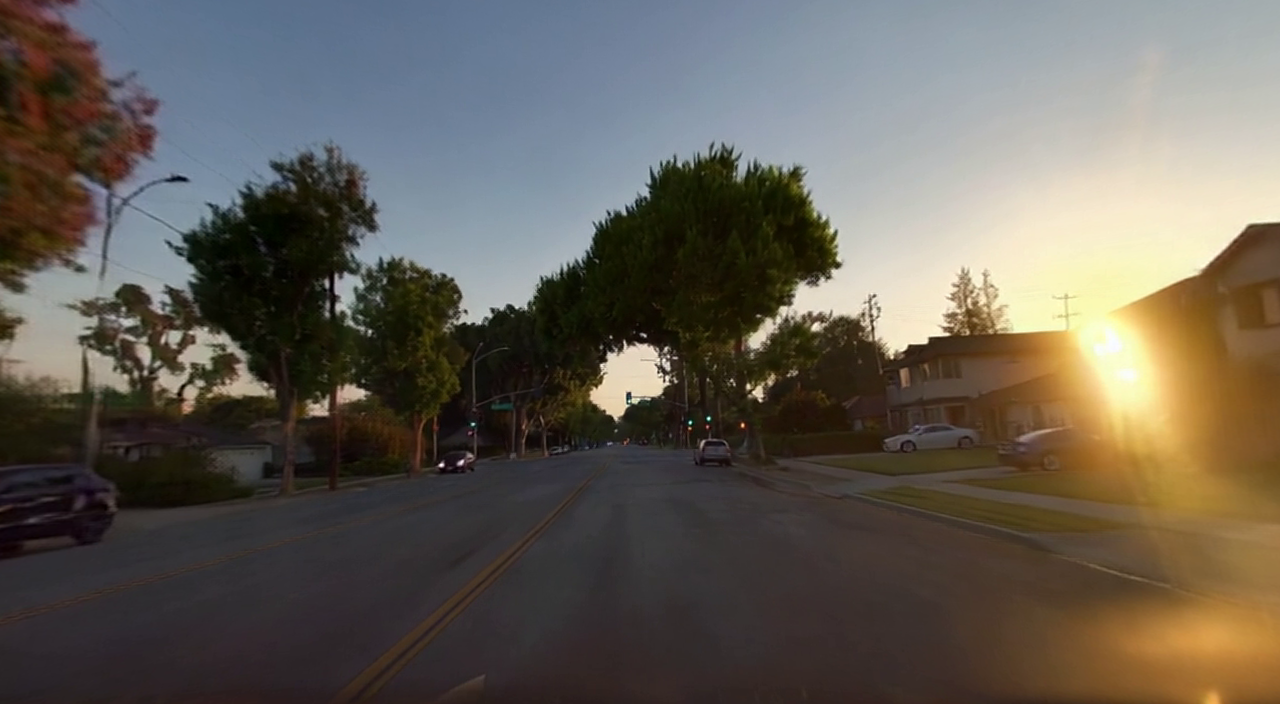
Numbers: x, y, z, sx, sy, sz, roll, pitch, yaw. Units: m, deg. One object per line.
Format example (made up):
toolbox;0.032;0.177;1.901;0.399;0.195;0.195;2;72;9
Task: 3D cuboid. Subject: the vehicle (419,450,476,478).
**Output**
vehicle;-11.809;6.860;39.078;2.029;1.550;4.562;-1;-8;1

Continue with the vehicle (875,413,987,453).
vehicle;14.340;4.030;31.337;4.500;1.875;2.046;0;-8;-1

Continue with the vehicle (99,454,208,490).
vehicle;-23.633;5.826;30.814;3.775;1.531;1.847;-1;-8;-1

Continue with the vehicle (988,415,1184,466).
vehicle;13.473;2.714;19.292;4.564;1.437;1.796;0;-8;0

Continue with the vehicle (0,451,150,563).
vehicle;-11.385;2.675;11.168;1.977;1.753;4.278;0;-8;-1

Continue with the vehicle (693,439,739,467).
vehicle;4.251;5.769;36.145;1.963;1.477;4.804;0;-8;-1
